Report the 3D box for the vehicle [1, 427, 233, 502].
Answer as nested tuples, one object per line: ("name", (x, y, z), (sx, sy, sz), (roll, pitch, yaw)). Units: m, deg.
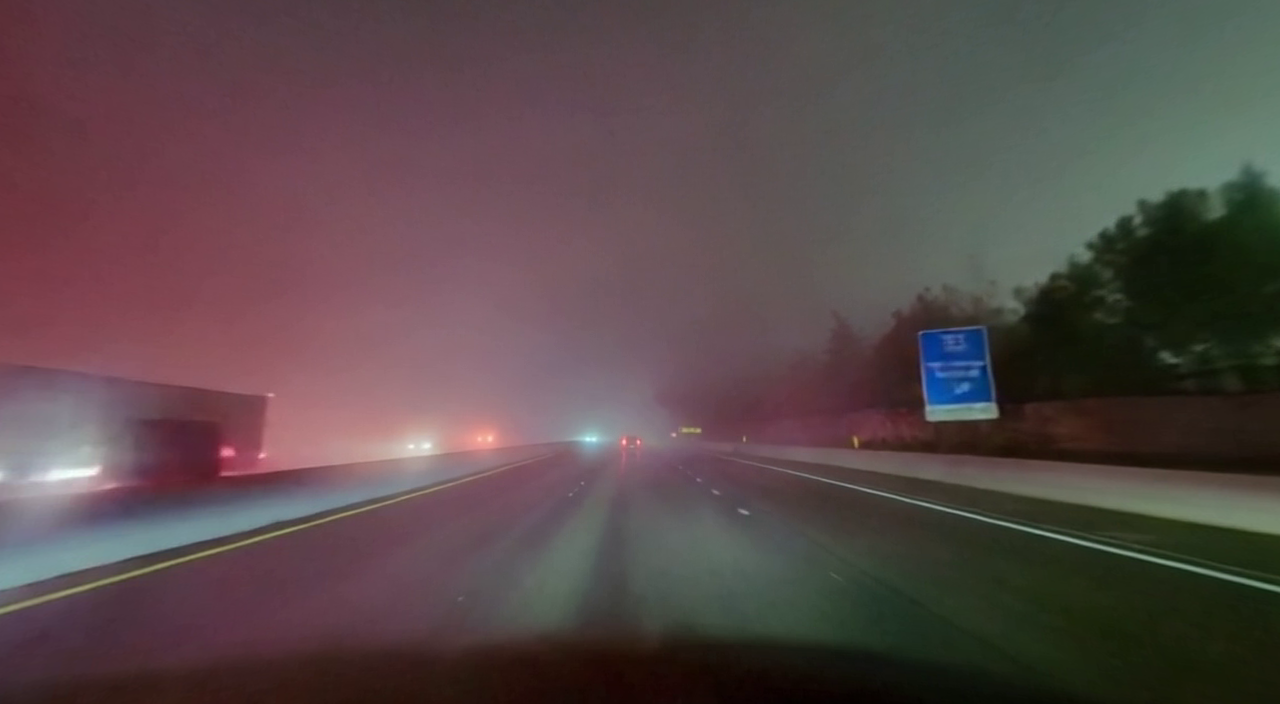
("vehicle", (-12.259, 2.616, 15.285), (1.865, 1.520, 4.412), (0, -7, 0))
